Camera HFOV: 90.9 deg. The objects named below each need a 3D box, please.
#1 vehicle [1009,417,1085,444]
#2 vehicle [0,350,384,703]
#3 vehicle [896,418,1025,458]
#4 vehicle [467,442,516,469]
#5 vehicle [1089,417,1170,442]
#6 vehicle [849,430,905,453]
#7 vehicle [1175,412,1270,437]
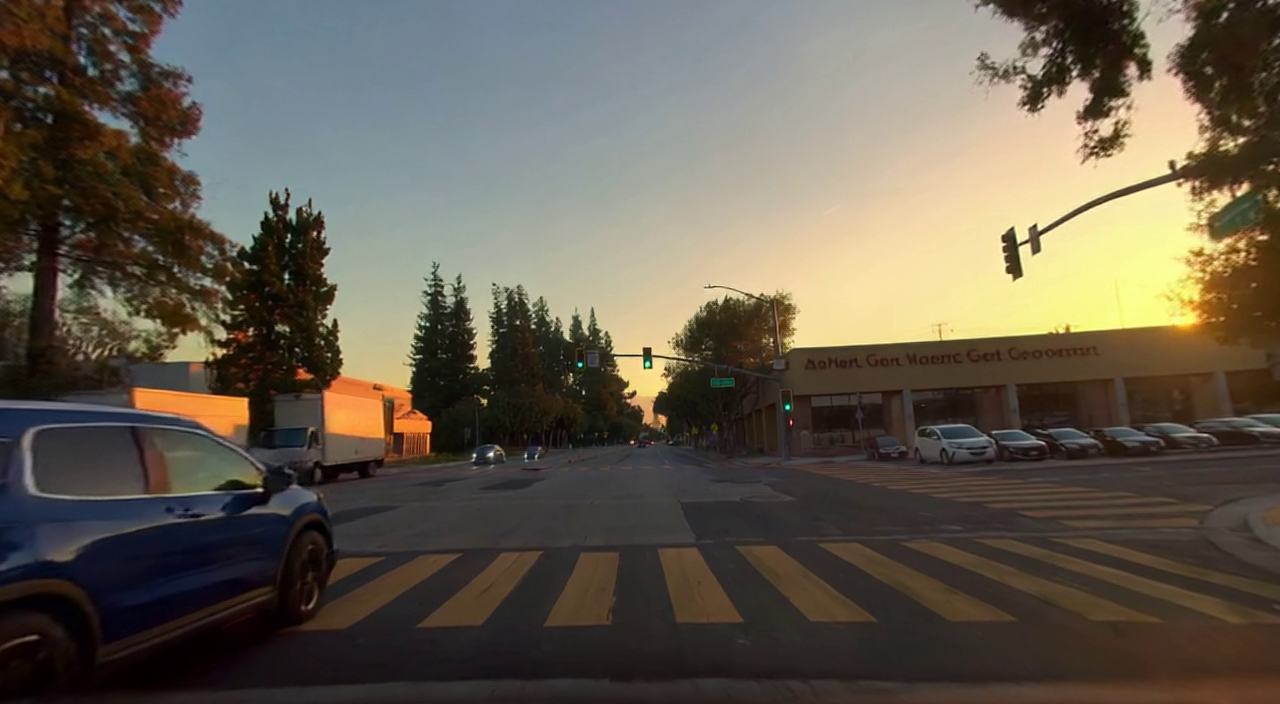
[{"bbox_3d":[26.312,5.153,40.966,2.011,1.656,4.163,0,-8,-3],"label":"vehicle"},{"bbox_3d":[-3.404,1.023,3.698,1.934,1.649,4.490,0,-8,0],"label":"vehicle"},{"bbox_3d":[13.978,3.775,27.677,4.566,1.670,2.000,0,-8,-2],"label":"vehicle"},{"bbox_3d":[-9.272,6.481,39.701,2.026,1.616,4.199,0,-8,1],"label":"vehicle"},{"bbox_3d":[31.345,5.003,40.524,1.823,1.480,4.003,0,-8,-4],"label":"vehicle"},{"bbox_3d":[17.274,6.545,46.028,3.329,1.415,1.821,-5,-9,2],"label":"vehicle"},{"bbox_3d":[38.418,4.816,41.724,1.715,1.480,4.701,0,-8,-1],"label":"vehicle"}]
